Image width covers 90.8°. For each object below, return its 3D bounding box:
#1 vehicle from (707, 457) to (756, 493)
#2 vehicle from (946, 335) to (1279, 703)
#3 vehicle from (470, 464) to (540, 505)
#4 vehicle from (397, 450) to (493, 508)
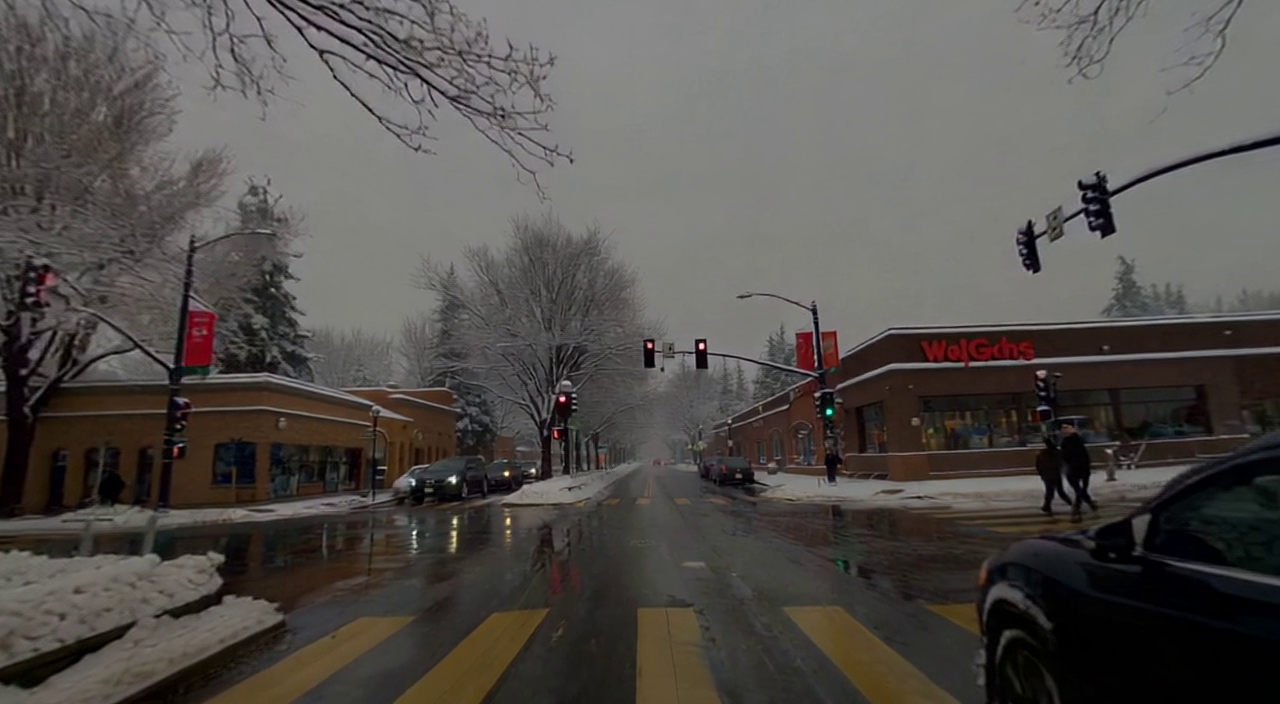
[{"bbox_3d":[5.205,7.048,36.586,2.010,1.844,4.386,0,-8,-2],"label":"vehicle"},{"bbox_3d":[2.730,0.861,2.287,1.822,1.654,2.794,0,-8,1],"label":"vehicle"},{"bbox_3d":[-5.749,5.693,27.466,1.983,1.438,4.559,0,-8,1],"label":"vehicle"},{"bbox_3d":[-8.791,5.718,29.202,2.489,2.323,5.843,0,-8,0],"label":"vehicle"}]
